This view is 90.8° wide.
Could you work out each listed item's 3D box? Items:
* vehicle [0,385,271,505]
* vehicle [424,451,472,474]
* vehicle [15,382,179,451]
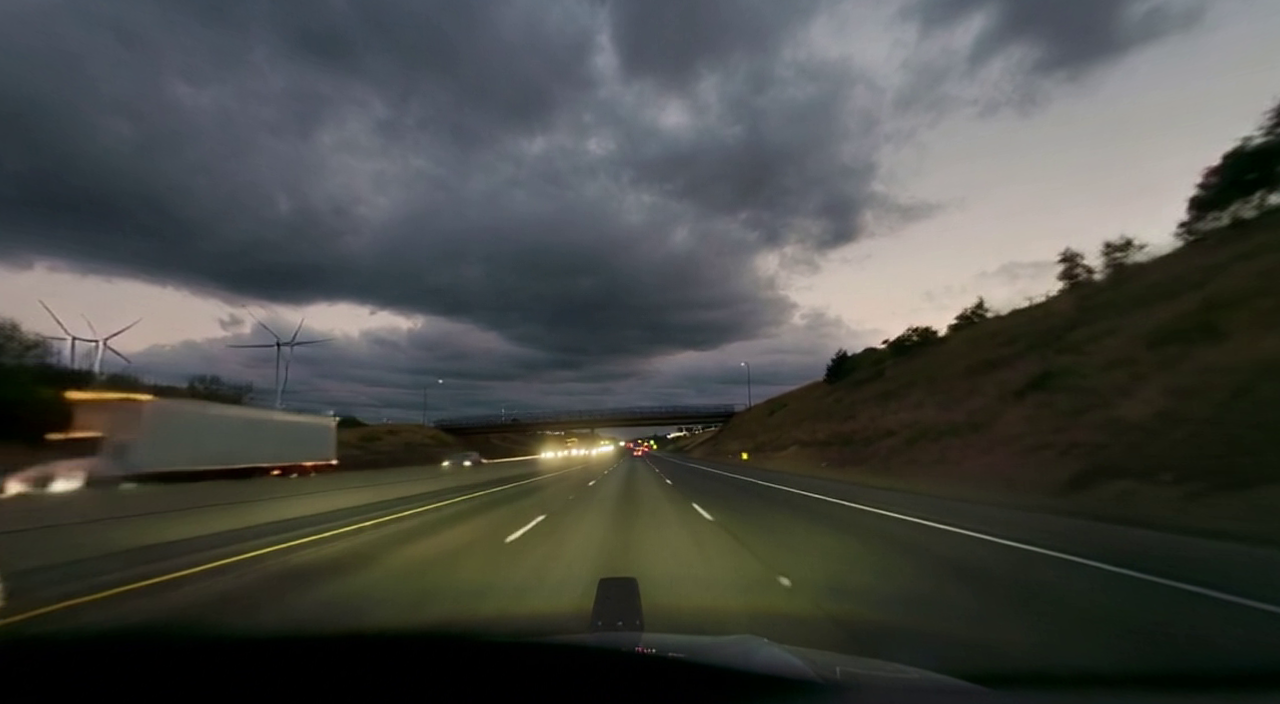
[{"bbox_3d":[-19.646,3.743,25.232,3.140,3.718,11.043,0,-9,0],"label":"vehicle"},{"bbox_3d":[-12.649,7.289,41.820,1.887,1.441,4.148,0,-9,0],"label":"vehicle"},{"bbox_3d":[-19.716,2.238,23.268,1.970,1.671,4.758,0,5,-2],"label":"vehicle"}]
